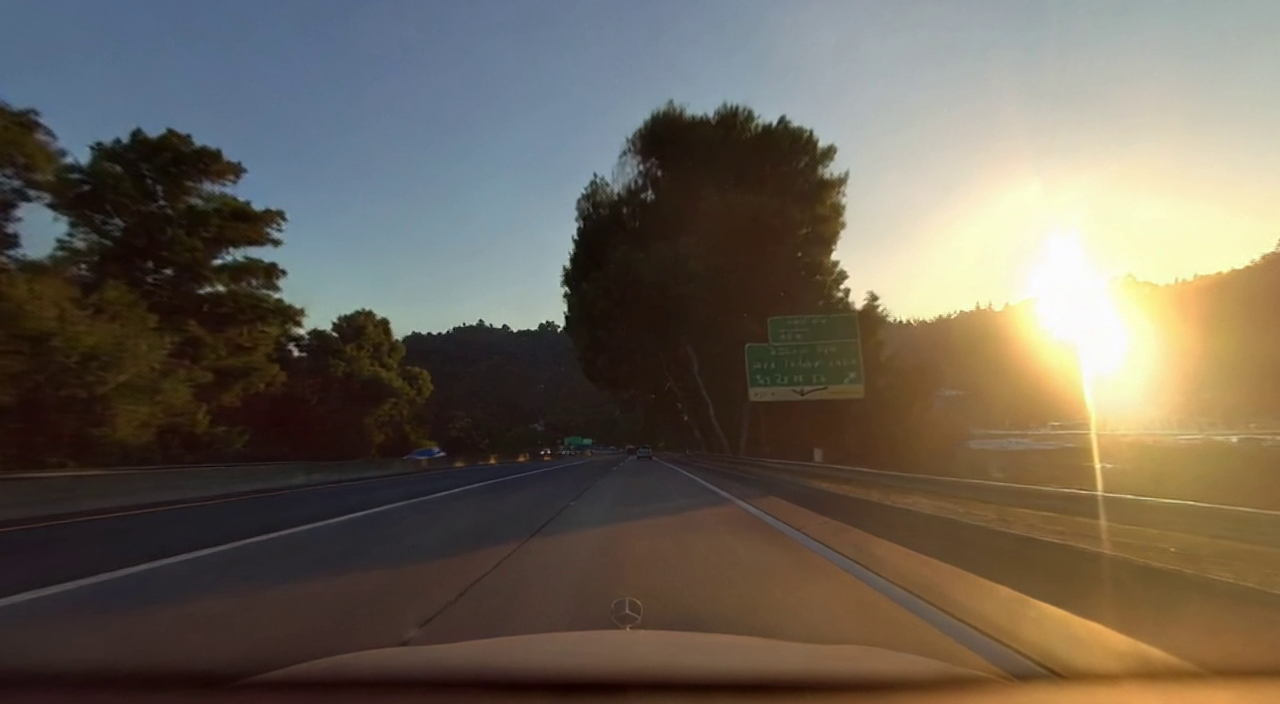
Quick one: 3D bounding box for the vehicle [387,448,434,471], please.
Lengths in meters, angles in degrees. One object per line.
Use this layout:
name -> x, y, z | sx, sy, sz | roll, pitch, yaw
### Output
vehicle -> -15.269, 7.149, 42.071 | 1.728, 1.452, 3.600 | 0, -9, 2
